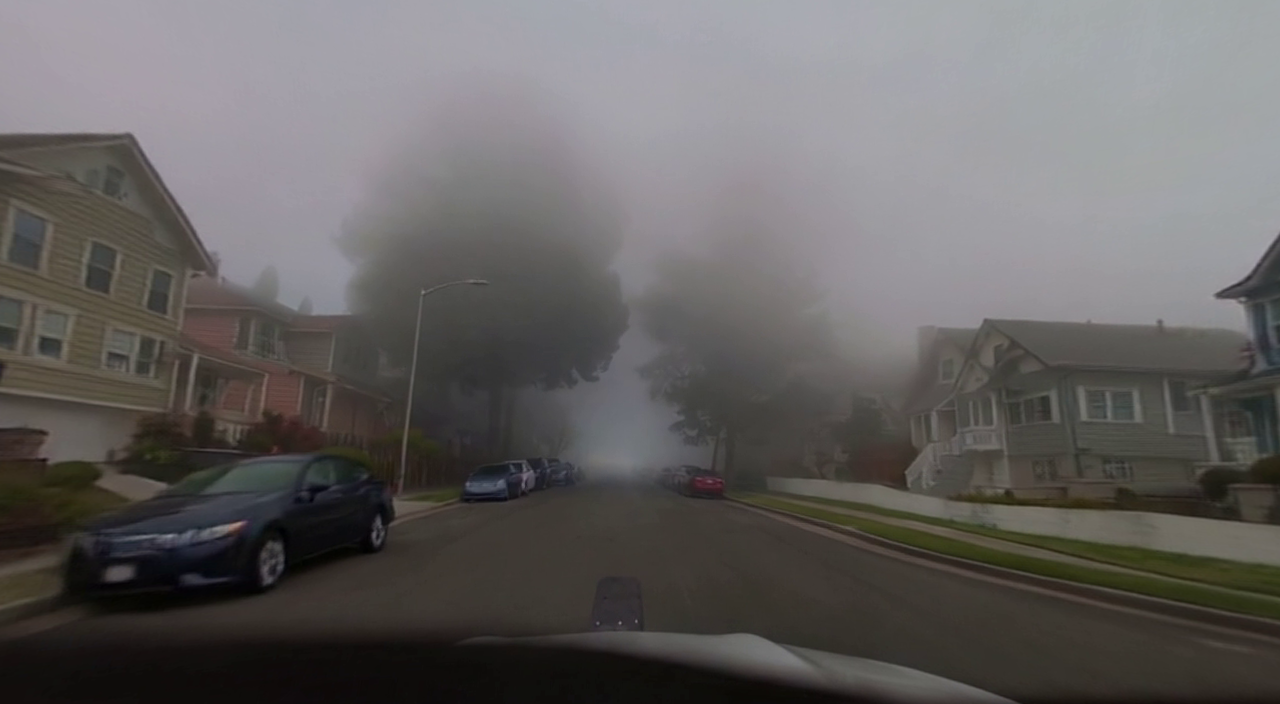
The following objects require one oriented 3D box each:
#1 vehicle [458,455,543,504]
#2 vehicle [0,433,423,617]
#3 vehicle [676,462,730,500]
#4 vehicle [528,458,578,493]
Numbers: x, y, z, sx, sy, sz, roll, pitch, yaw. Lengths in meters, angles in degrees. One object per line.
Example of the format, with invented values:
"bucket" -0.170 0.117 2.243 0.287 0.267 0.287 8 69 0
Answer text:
"vehicle" -4.734 4.397 22.220 2.020 1.470 5.300 1 -9 -2
"vehicle" -4.504 1.867 7.655 2.080 1.471 4.638 1 -10 0
"vehicle" 2.765 5.808 28.733 1.888 1.484 4.476 1 -9 -2
"vehicle" -4.591 6.573 33.885 2.089 1.508 4.537 2 -8 -2
